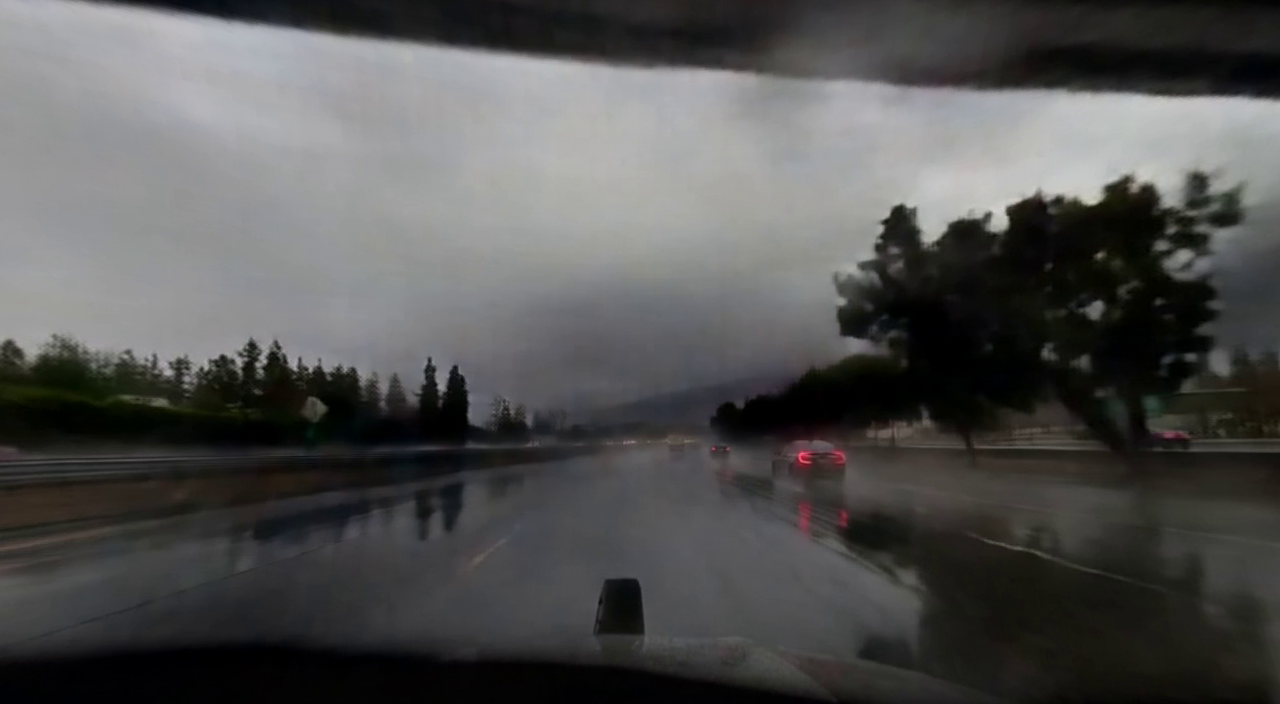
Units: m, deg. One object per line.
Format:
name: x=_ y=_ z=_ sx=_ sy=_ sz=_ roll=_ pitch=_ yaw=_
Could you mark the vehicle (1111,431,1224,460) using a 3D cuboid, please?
vehicle: x=29.275 y=5.218 z=35.324 sx=1.967 sy=1.491 sz=4.970 roll=0 pitch=-9 yaw=-1
